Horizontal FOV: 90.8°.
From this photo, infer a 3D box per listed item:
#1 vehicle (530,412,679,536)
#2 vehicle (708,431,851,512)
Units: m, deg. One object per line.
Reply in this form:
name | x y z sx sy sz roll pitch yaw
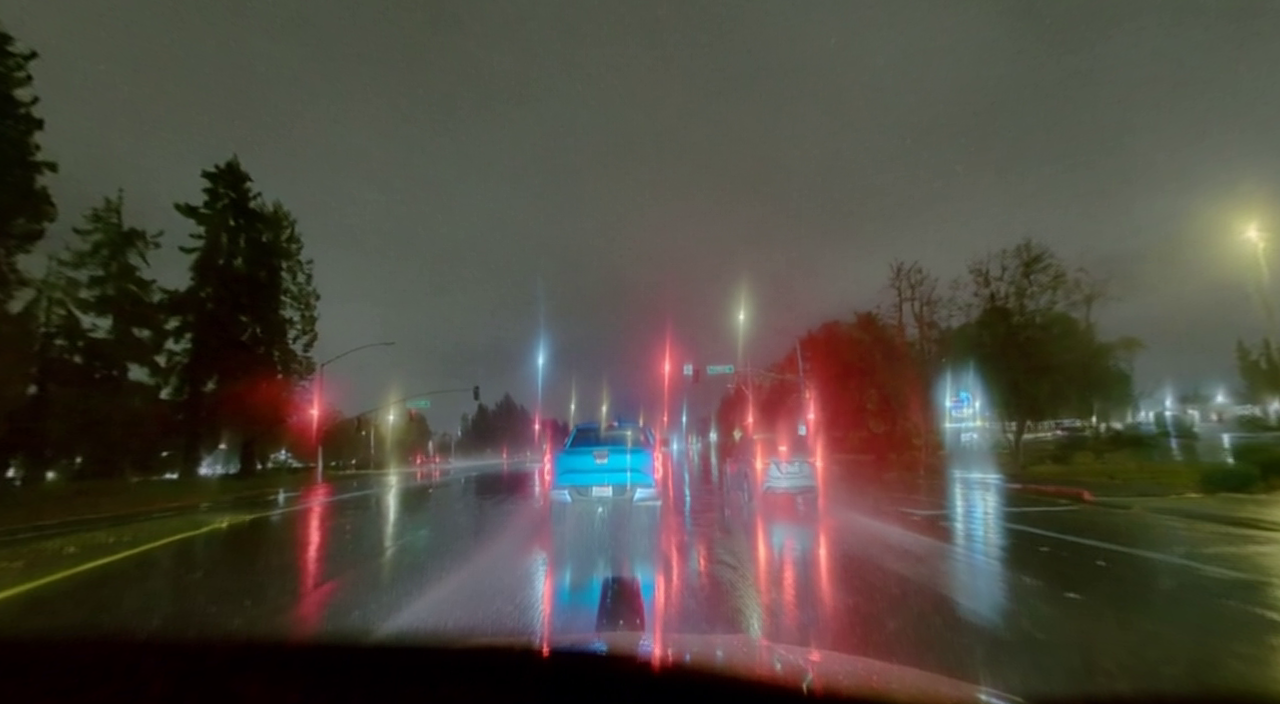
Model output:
vehicle | -0.528 2.098 11.556 2.145 1.762 4.731 0 -8 0
vehicle | 2.875 2.578 14.178 2.073 1.484 4.437 0 -8 -2
